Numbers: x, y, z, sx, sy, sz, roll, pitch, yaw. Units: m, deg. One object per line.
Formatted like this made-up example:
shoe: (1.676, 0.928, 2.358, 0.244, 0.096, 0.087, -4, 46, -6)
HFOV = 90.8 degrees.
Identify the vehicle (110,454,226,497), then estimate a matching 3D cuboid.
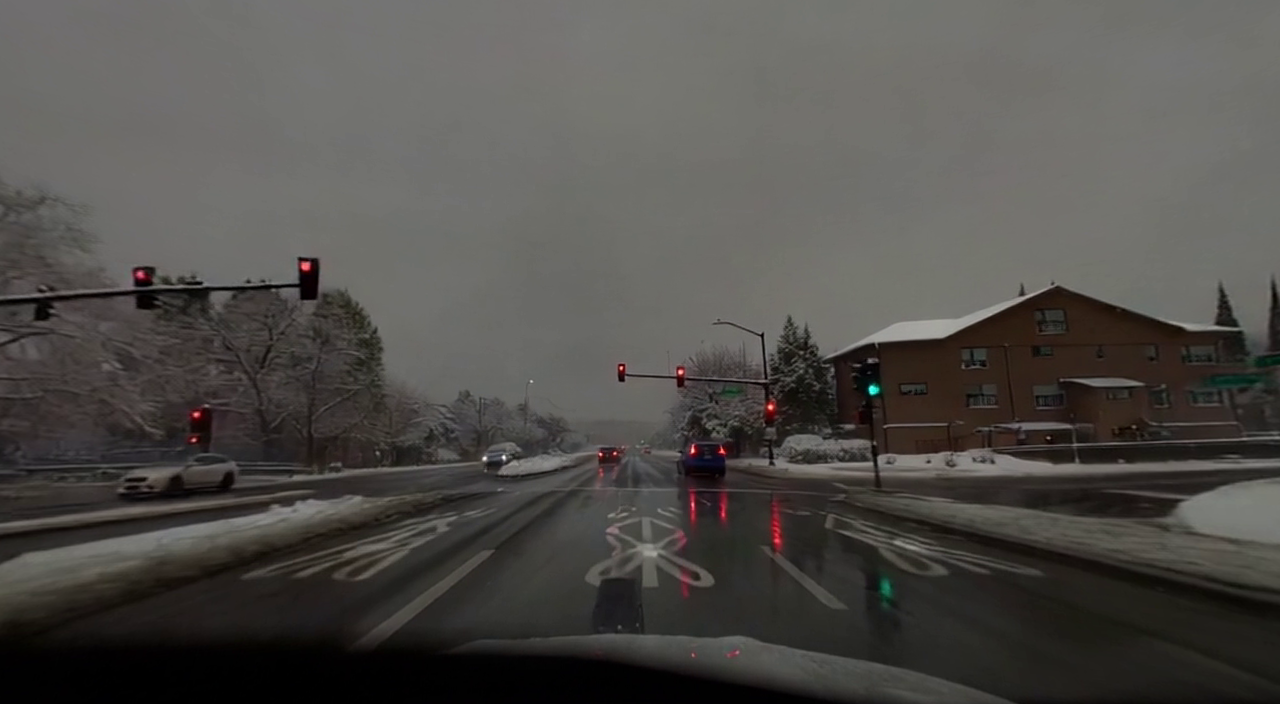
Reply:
vehicle: (-21.371, 5.581, 28.879, 1.913, 1.700, 4.359, 0, -8, 0)

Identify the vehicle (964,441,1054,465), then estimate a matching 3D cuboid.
vehicle: (24.057, 6.584, 41.353, 4.580, 1.494, 2.029, 0, -8, 3)

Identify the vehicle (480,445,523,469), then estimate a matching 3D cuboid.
vehicle: (-10.124, 7.689, 46.555, 2.089, 1.712, 4.638, 0, -8, 1)

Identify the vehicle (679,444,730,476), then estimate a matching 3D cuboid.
vehicle: (3.208, 5.476, 32.278, 2.068, 1.497, 4.247, 0, -8, -1)

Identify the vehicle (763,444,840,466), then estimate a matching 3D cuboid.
vehicle: (11.995, 7.660, 47.155, 5.209, 1.574, 2.008, -8, -11, 42)
